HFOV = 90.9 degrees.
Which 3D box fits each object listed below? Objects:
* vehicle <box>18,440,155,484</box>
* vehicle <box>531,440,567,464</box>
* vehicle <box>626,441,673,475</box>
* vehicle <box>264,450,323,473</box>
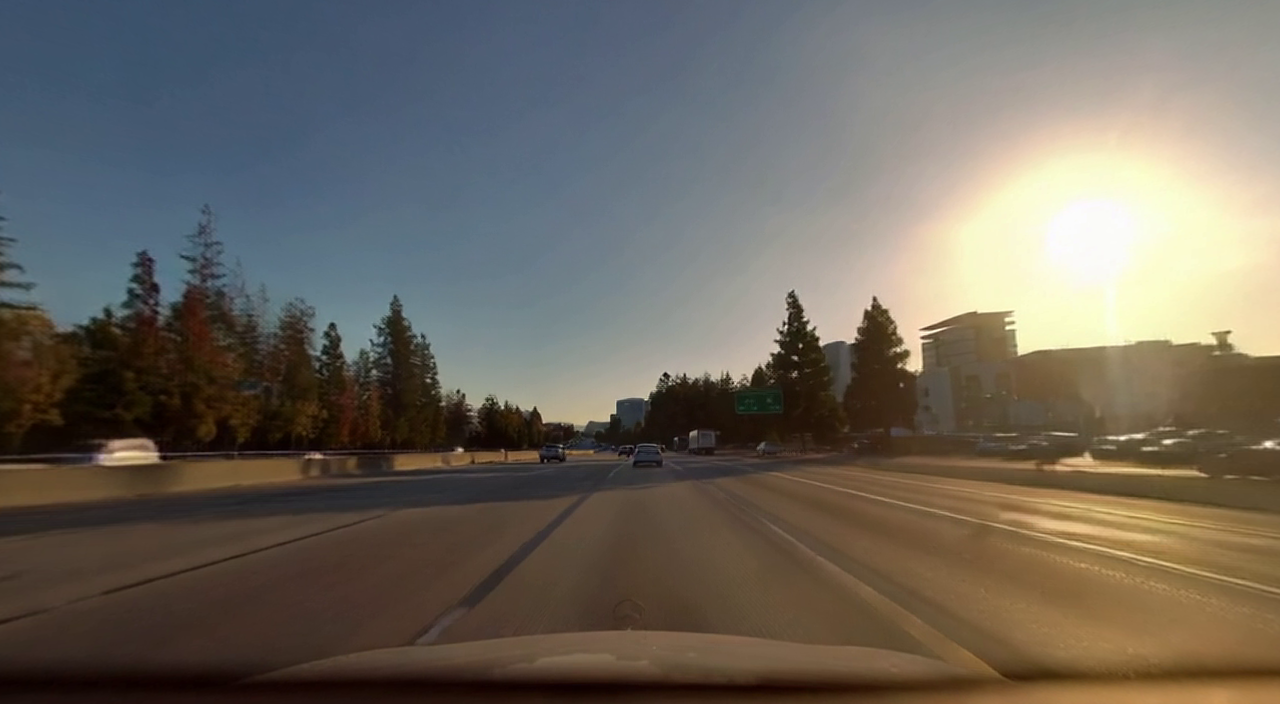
[{"bbox_3d":[-30.946,6.132,35.651,2.308,2.200,6.021,0,-8,-1],"label":"vehicle"},{"bbox_3d":[-7.122,7.881,49.844,2.093,1.789,4.399,0,-8,1],"label":"vehicle"},{"bbox_3d":[0.407,5.006,29.952,2.112,1.482,4.082,0,-8,0],"label":"vehicle"},{"bbox_3d":[-25.096,7.907,45.804,1.777,1.486,4.357,0,-8,0],"label":"vehicle"}]
